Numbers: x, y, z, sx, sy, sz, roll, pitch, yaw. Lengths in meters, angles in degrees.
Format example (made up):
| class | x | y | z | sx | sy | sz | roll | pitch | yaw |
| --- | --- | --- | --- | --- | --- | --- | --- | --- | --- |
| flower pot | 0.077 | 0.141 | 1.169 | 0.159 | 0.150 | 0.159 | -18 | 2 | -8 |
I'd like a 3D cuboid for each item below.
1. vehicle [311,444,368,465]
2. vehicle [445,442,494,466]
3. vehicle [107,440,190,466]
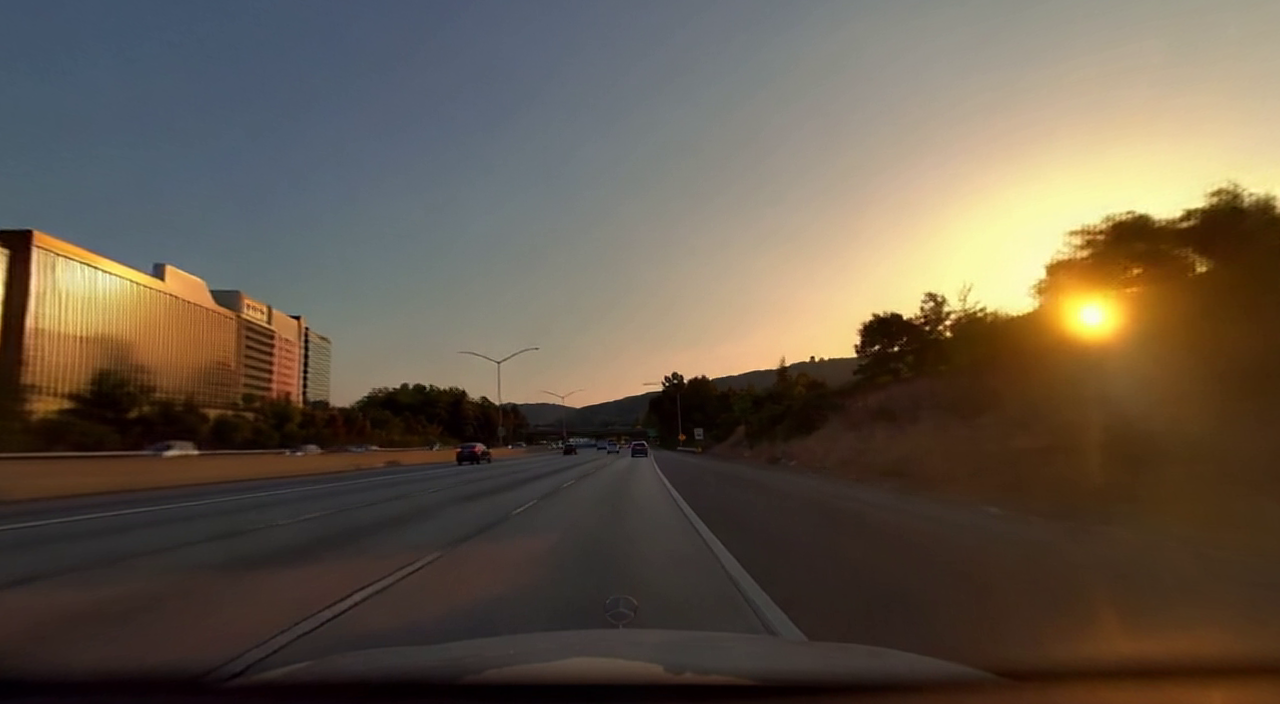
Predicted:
| class | x | y | z | sx | sy | sz | roll | pitch | yaw |
| --- | --- | --- | --- | --- | --- | --- | --- | --- | --- |
| vehicle | -22.306 | 7.629 | 47.128 | 1.859 | 1.473 | 4.684 | 0 | -8 | 2 |
| vehicle | -11.011 | 6.632 | 41.120 | 1.914 | 1.440 | 4.467 | 0 | -8 | 1 |
| vehicle | -34.544 | 7.079 | 44.569 | 1.985 | 1.700 | 4.619 | -1 | -8 | 2 |
